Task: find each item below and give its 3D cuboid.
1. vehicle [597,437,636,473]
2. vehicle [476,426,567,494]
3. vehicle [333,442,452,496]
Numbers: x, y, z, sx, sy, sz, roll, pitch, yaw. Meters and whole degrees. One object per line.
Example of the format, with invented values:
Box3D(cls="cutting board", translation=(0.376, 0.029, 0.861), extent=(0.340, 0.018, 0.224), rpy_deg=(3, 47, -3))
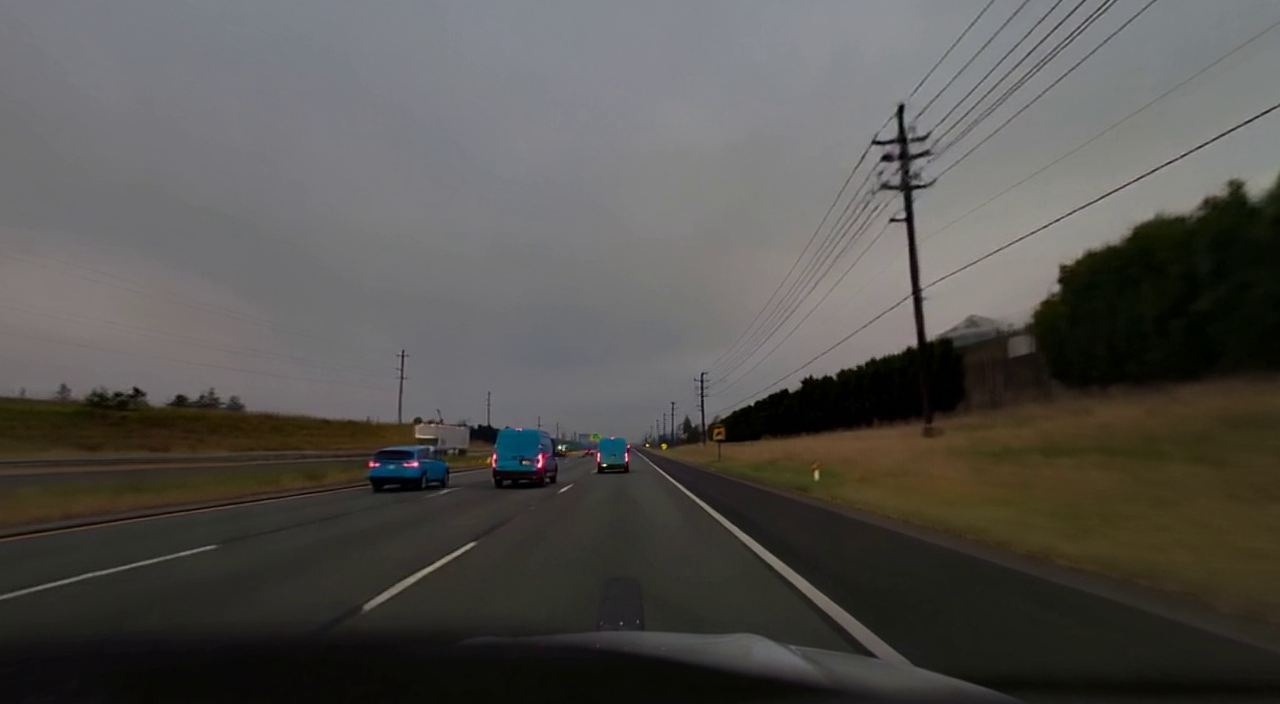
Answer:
Box3D(cls="vehicle", translation=(-1.385, 6.159, 37.956), extent=(2.197, 2.011, 5.130), rpy_deg=(0, -9, -1))
Box3D(cls="vehicle", translation=(-3.824, 3.600, 21.339), extent=(2.145, 2.010, 4.980), rpy_deg=(0, -9, 0))
Box3D(cls="vehicle", translation=(-7.904, 3.773, 20.728), extent=(1.975, 1.540, 4.759), rpy_deg=(0, -9, 0))
